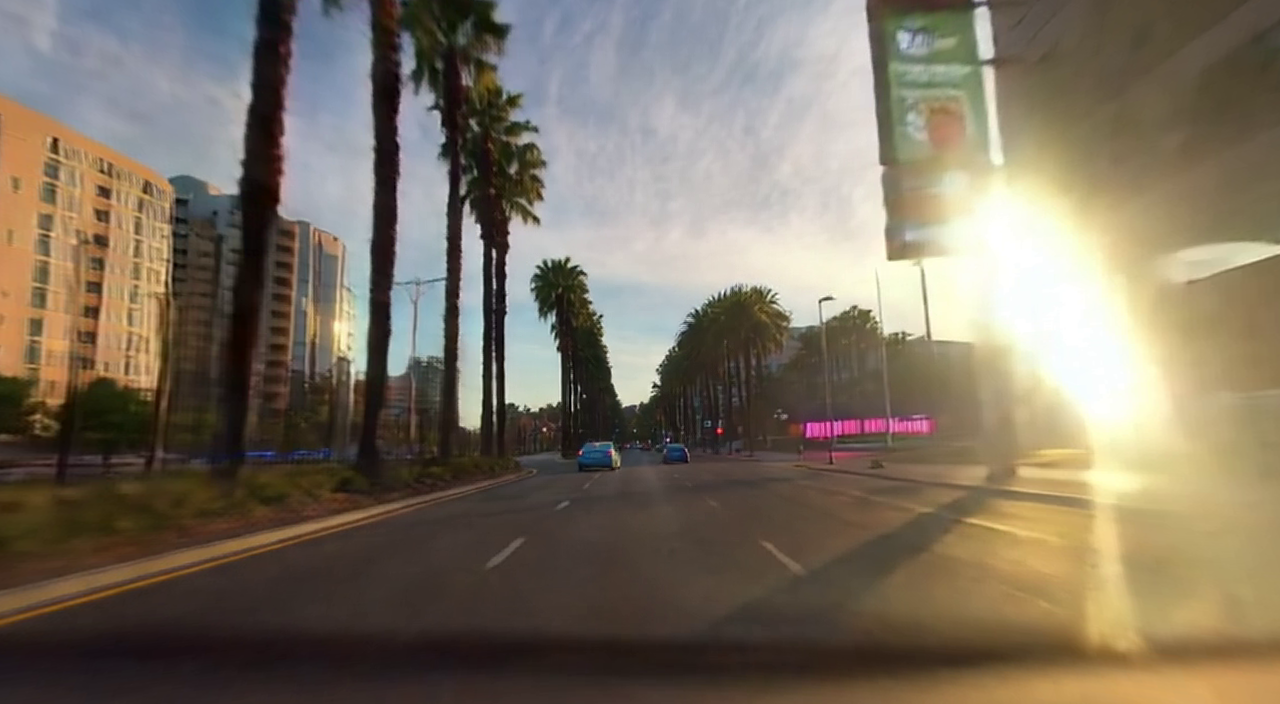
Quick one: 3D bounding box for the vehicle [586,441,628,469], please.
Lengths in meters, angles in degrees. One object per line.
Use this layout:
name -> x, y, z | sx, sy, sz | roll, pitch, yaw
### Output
vehicle -> -1.984, 6.440, 39.560 | 2.160, 1.615, 4.117 | -1, -9, 4
